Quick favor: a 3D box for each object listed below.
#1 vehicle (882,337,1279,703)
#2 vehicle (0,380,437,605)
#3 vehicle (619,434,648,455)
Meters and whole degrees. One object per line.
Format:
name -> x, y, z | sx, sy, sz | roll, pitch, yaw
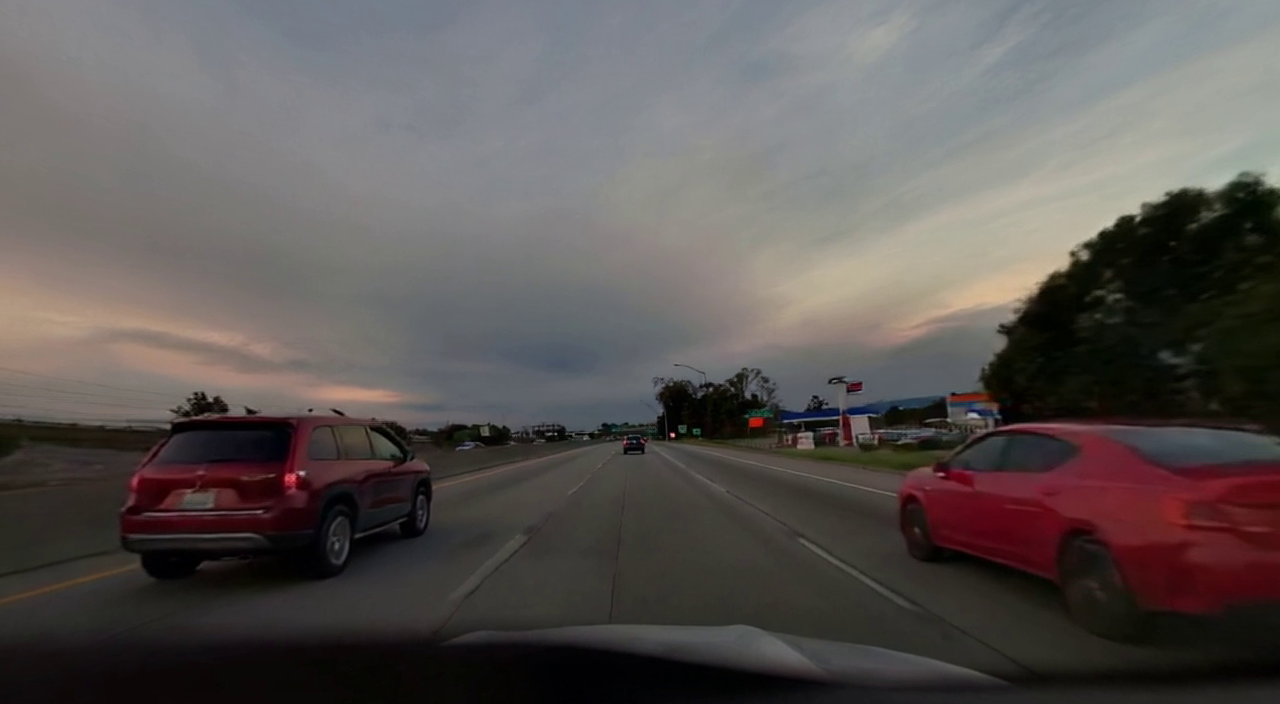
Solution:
vehicle -> 3.794, 0.979, 4.137 | 2.496, 1.662, 4.602 | 0, -7, -1
vehicle -> -4.078, 1.386, 7.216 | 2.061, 1.732, 4.457 | -1, -7, 0
vehicle -> -0.533, 7.235, 49.693 | 2.151, 1.550, 4.694 | 0, -8, -1
